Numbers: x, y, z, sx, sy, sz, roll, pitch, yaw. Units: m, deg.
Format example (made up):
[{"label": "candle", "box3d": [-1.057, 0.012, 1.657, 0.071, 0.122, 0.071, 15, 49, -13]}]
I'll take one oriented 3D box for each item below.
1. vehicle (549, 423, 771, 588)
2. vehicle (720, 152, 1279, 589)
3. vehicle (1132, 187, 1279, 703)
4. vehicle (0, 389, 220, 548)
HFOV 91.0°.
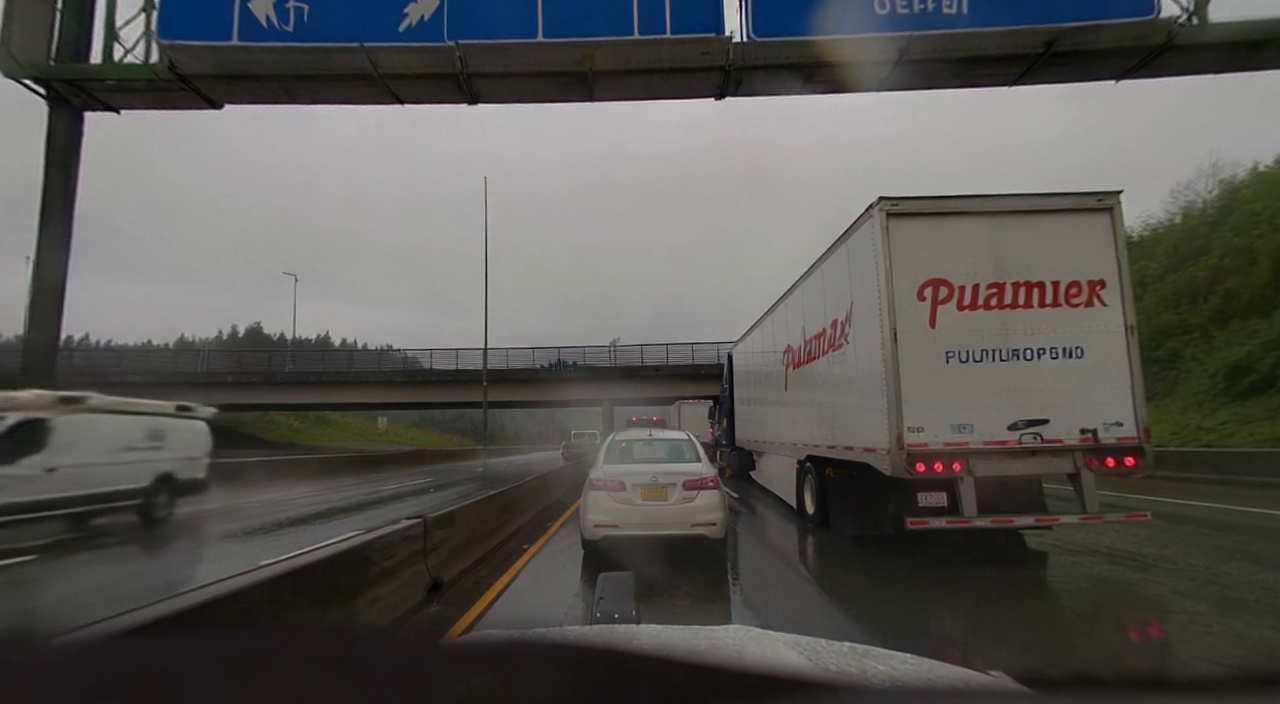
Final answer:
[{"label": "vehicle", "box3d": [0.170, 1.680, 7.687, 2.045, 1.490, 3.597, -1, -8, 0]}, {"label": "vehicle", "box3d": [4.188, 1.068, 12.947, 2.827, 4.081, 14.305, 0, -8, -1]}, {"label": "vehicle", "box3d": [4.728, 0.120, 0.632, 2.892, 2.615, 6.650, 0, -8, -2]}, {"label": "vehicle", "box3d": [-12.579, 2.408, 13.469, 2.524, 2.800, 6.564, -1, -8, 1]}]
